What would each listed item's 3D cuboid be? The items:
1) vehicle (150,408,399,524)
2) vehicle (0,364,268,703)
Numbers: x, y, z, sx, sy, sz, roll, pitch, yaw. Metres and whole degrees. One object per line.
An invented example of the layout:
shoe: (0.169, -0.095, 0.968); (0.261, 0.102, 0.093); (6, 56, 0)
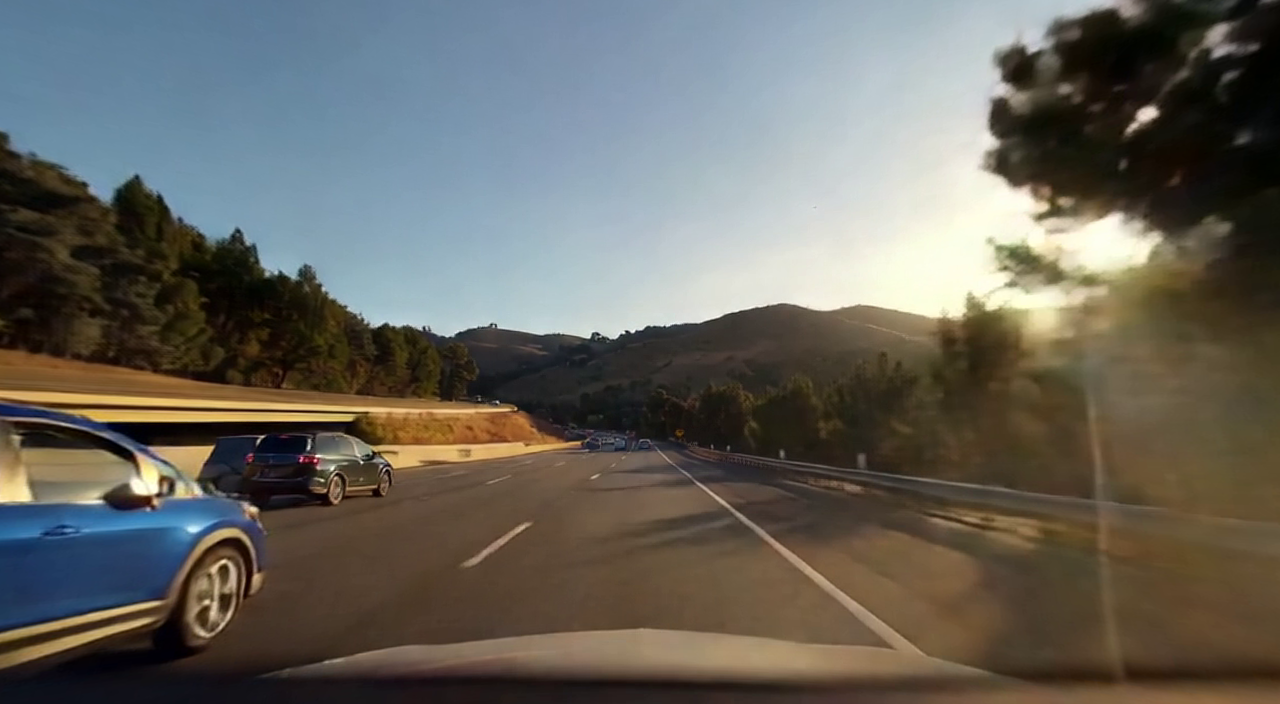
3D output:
vehicle: (-7.120, 2.291, 13.144); (2.151, 1.925, 4.945); (0, -9, 1)
vehicle: (-3.712, 0.847, 2.374); (1.983, 1.663, 4.290); (0, -9, 0)
